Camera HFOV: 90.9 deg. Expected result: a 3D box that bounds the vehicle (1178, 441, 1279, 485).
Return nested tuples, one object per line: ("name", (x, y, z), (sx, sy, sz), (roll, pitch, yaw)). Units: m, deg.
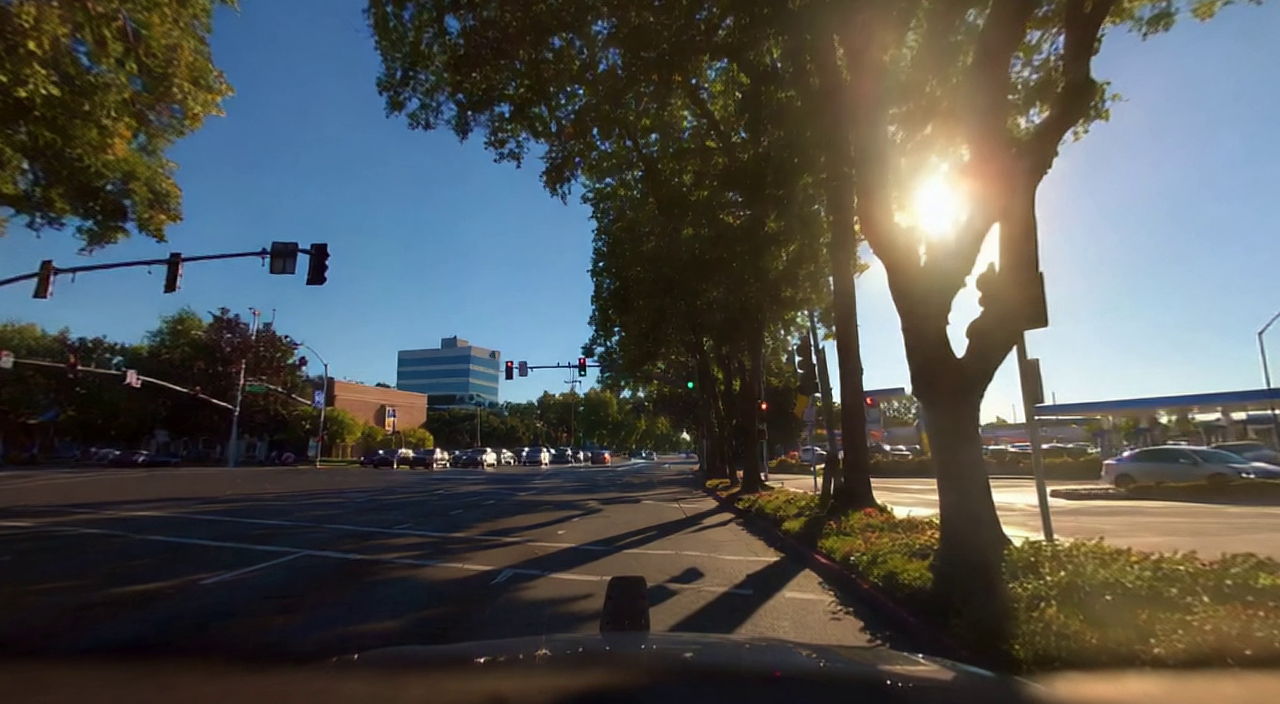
("vehicle", (22.094, 3.808, 21.805), (4.716, 1.455, 2.060), (-3, -9, 17))
